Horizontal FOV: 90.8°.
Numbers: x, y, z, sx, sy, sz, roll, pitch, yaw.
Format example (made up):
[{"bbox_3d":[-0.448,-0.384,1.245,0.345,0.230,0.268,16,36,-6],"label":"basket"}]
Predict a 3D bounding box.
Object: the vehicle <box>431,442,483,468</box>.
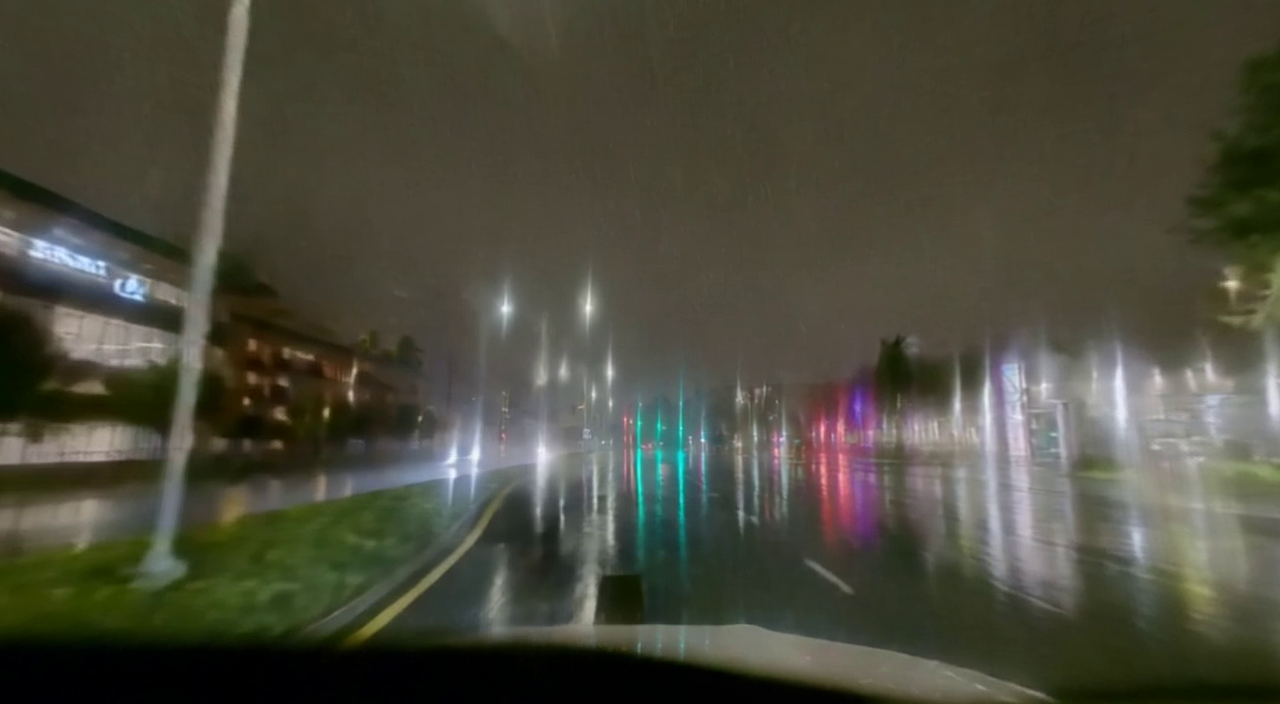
[{"bbox_3d":[-11.245,6.361,39.058,1.929,1.476,4.590,0,-9,-1],"label":"vehicle"}]
